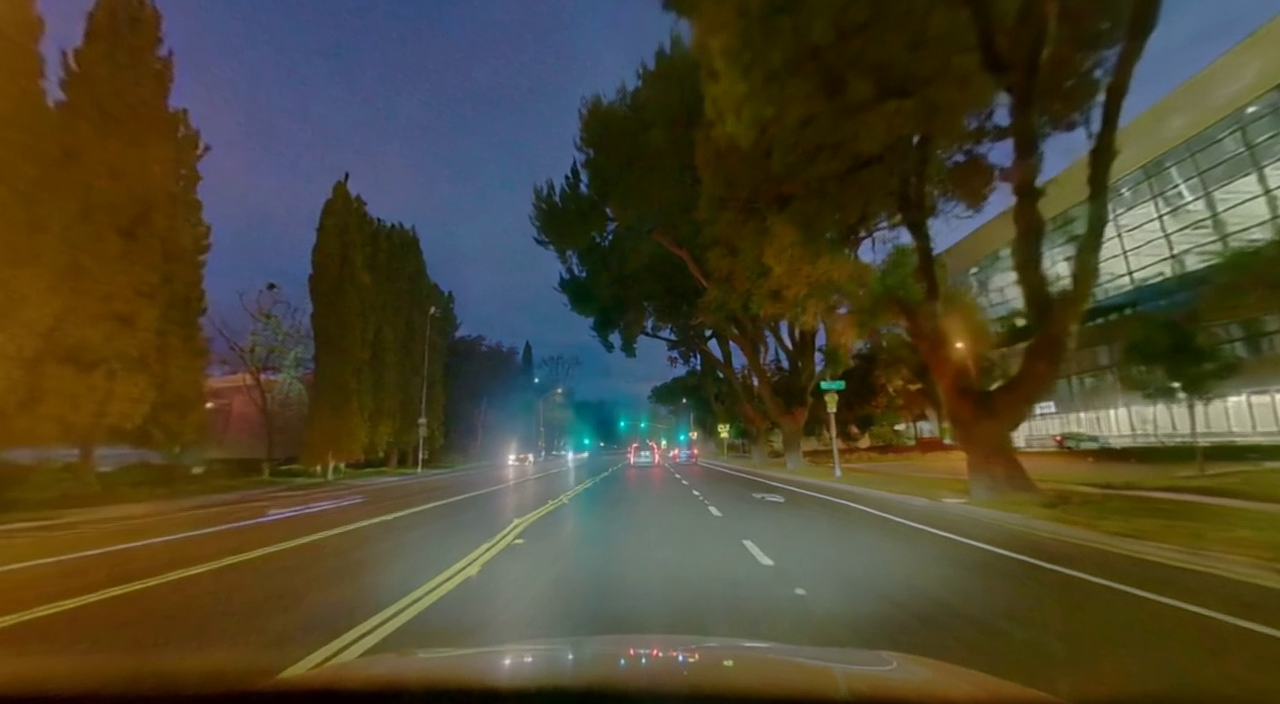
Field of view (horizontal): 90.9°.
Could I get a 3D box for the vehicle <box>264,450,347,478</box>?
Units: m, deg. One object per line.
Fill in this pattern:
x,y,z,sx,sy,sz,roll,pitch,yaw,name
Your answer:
-21.267,7.151,40.195,4.152,1.686,1.873,0,-8,-1,vehicle

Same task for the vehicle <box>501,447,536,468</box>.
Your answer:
-9.204,8.039,48.157,1.889,1.506,3.911,0,-8,0,vehicle

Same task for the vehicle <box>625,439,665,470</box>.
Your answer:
0.284,5.754,35.504,2.109,1.612,3.963,0,-8,1,vehicle

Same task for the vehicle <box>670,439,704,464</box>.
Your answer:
3.487,7.420,47.344,2.189,1.766,4.495,0,-8,-1,vehicle
